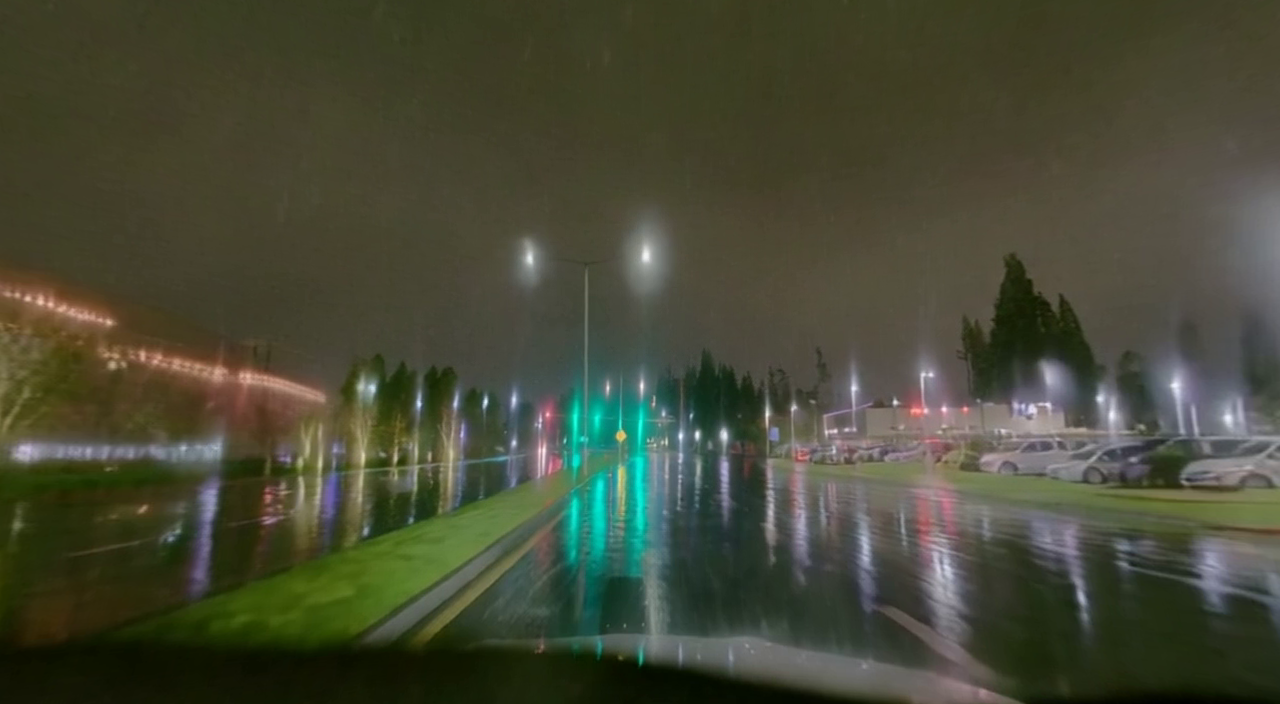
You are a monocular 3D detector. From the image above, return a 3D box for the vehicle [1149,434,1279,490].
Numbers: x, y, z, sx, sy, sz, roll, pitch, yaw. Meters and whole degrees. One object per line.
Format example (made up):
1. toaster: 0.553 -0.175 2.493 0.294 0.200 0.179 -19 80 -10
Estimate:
1. vehicle: 17.726 3.116 18.029 4.595 1.466 2.028 0 -9 -4
